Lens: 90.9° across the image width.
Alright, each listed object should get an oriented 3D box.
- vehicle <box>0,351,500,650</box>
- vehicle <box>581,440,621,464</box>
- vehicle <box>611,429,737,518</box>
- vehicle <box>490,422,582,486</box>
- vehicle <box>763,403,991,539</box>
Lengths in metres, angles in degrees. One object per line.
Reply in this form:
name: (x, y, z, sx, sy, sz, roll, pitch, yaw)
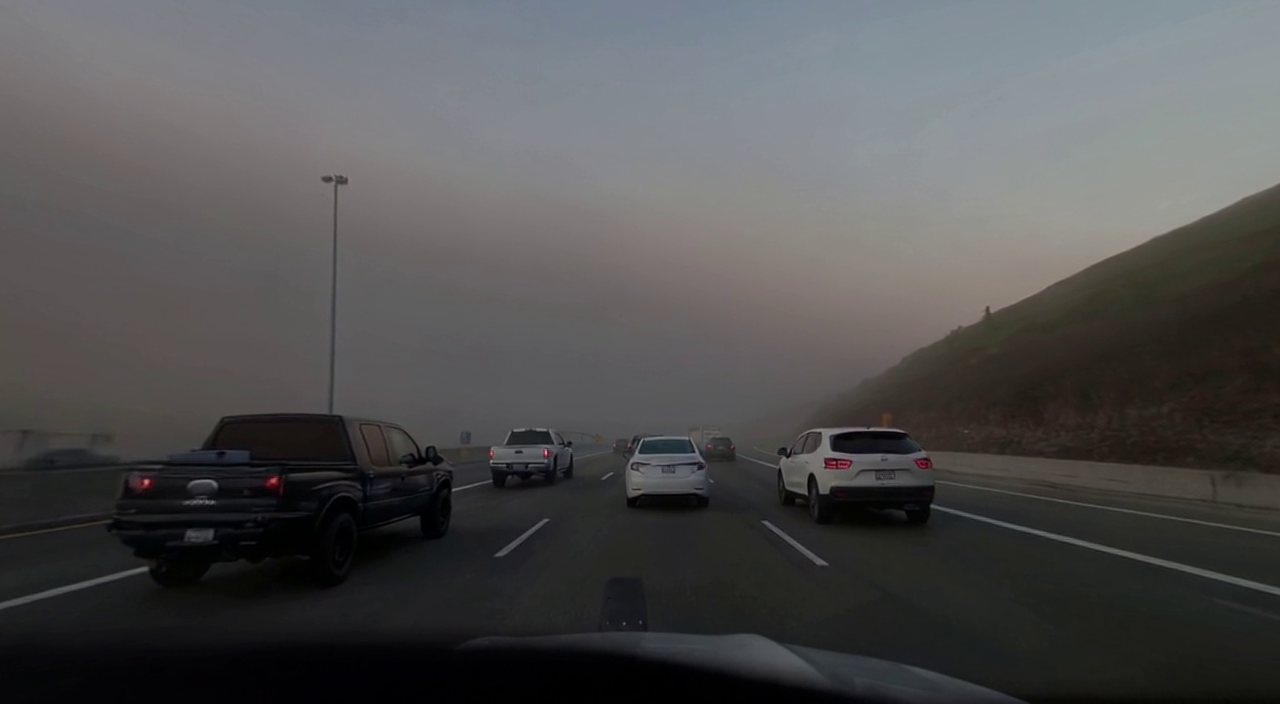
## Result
vehicle: (-3.326, 1.321, 6.783, 2.301, 1.902, 5.374, 0, -8, 1)
vehicle: (-2.328, 6.114, 38.767, 1.973, 1.378, 3.677, -1, -8, 4)
vehicle: (0.590, 2.363, 12.814, 2.105, 1.471, 4.349, 0, -8, 1)
vehicle: (-3.216, 3.284, 20.567, 1.997, 1.806, 5.002, 0, -8, 2)
vehicle: (3.544, 1.887, 10.567, 2.046, 1.765, 4.534, 0, -8, 0)
